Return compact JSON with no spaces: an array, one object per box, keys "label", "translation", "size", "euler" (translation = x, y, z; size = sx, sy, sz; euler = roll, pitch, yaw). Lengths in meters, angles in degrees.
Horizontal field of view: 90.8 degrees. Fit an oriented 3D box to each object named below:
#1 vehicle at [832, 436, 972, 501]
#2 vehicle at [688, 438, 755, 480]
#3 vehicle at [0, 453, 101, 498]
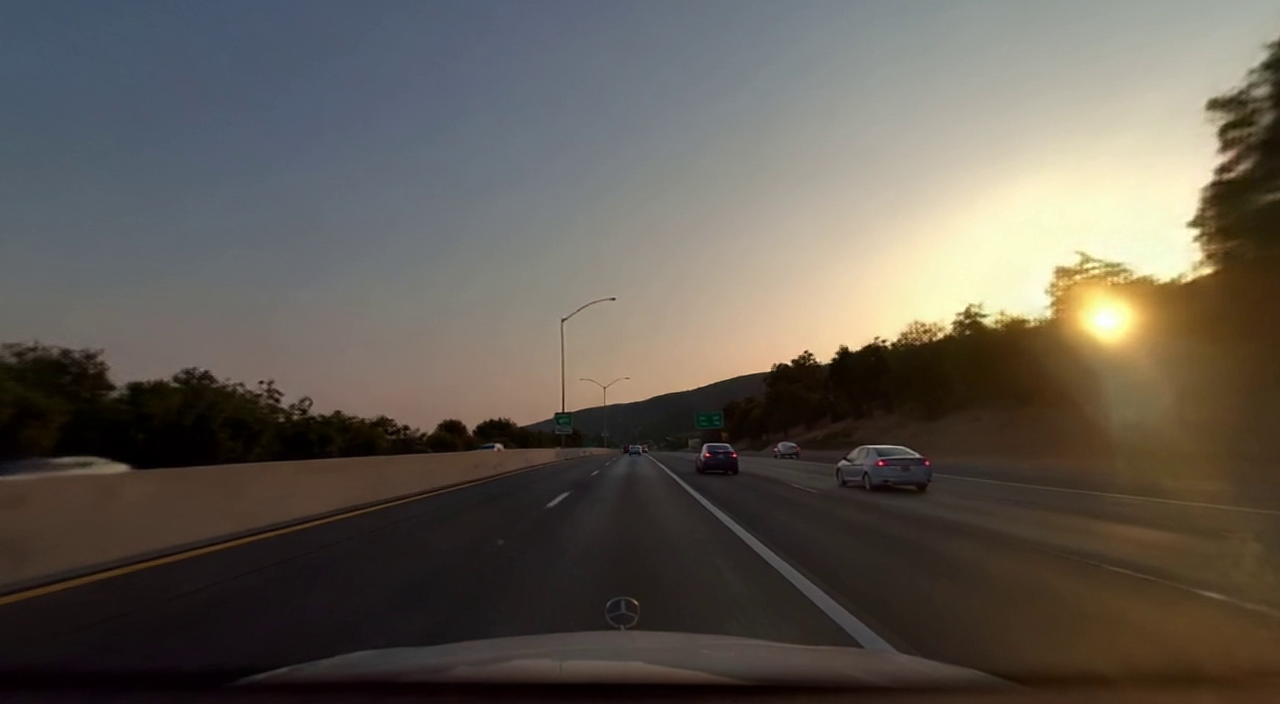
[{"label":"vehicle","translation":[6.833,3.072,17.027],"size":[2.038,1.528,3.910],"euler":[0,-8,-1]},{"label":"vehicle","translation":[3.198,4.302,25.667],"size":[2.056,1.553,4.320],"euler":[0,-8,-2]},{"label":"vehicle","translation":[-22.169,4.365,22.578],"size":[1.888,1.373,4.582],"euler":[1,-8,-2]}]
